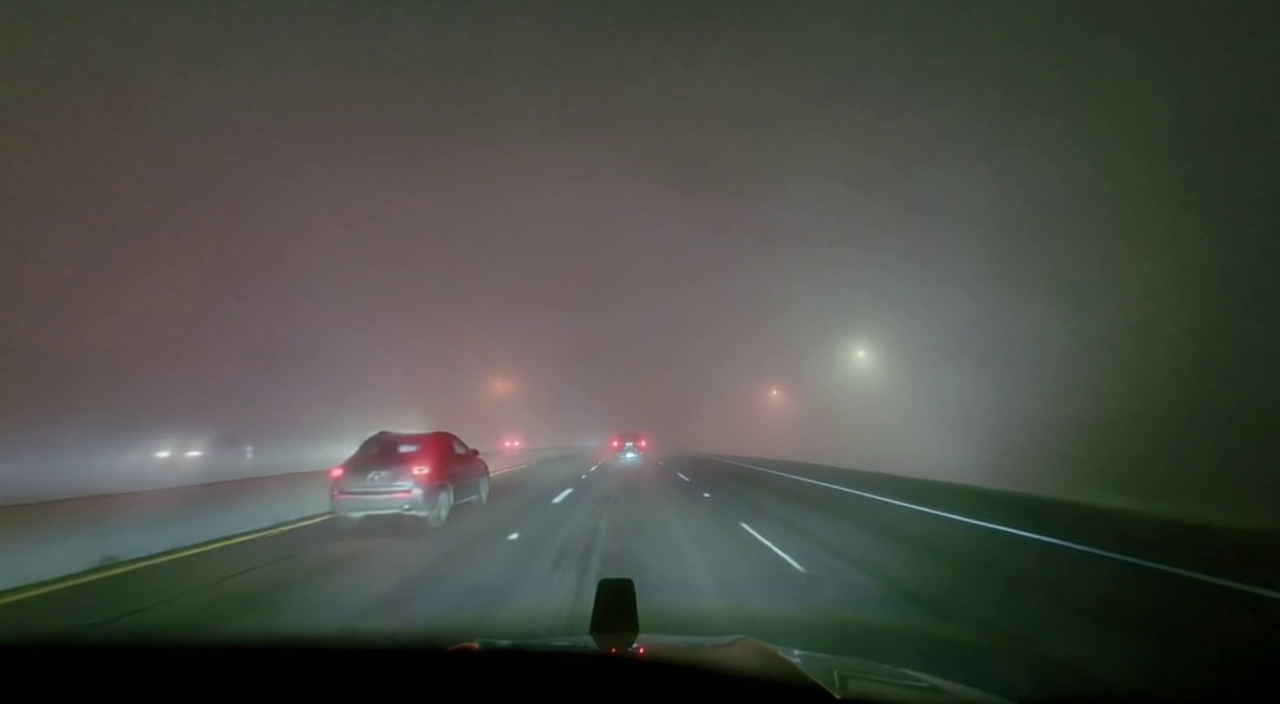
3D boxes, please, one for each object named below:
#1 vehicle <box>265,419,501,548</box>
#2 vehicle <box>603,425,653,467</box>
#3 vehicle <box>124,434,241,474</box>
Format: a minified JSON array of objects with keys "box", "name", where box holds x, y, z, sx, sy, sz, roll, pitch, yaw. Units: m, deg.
[{"box":[-3.735,1.978,10.183,2.039,1.602,4.317,0,-8,-1],"name":"vehicle"},{"box":[-0.640,4.801,32.301,2.382,1.973,4.439,0,-8,-2],"name":"vehicle"},{"box":[-19.422,4.335,27.002,1.985,1.558,4.109,0,-8,-2],"name":"vehicle"}]
